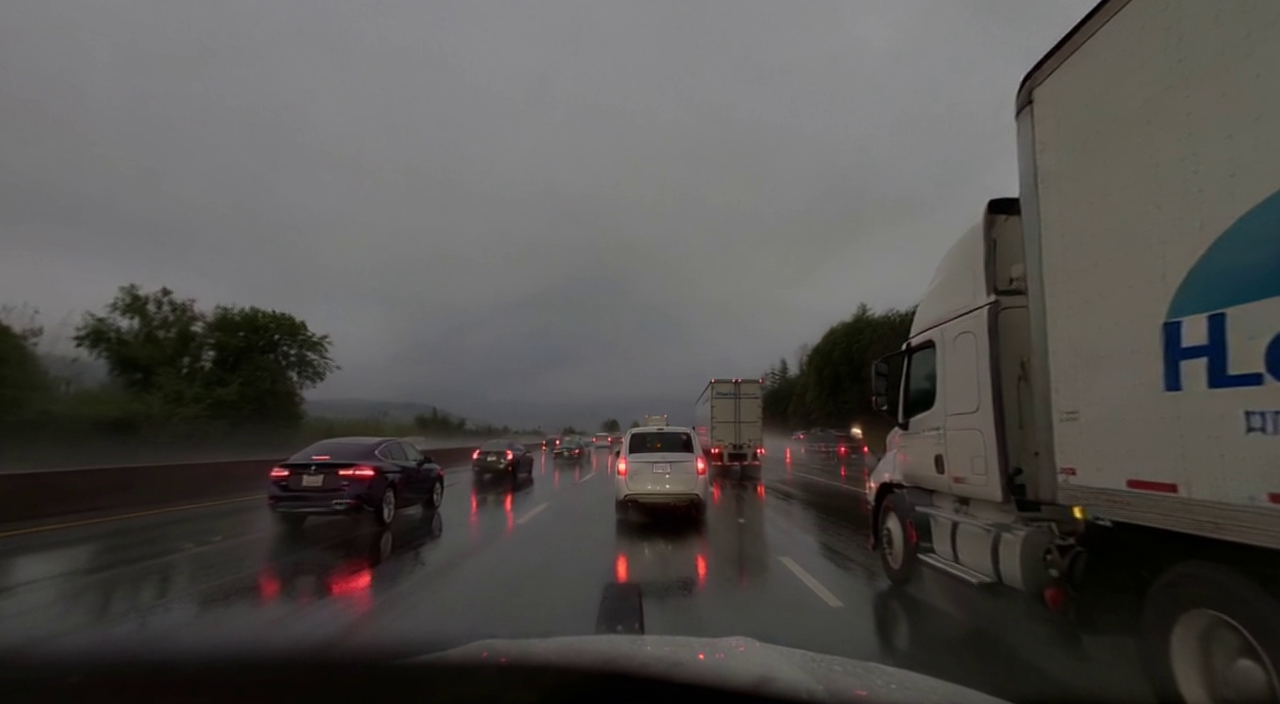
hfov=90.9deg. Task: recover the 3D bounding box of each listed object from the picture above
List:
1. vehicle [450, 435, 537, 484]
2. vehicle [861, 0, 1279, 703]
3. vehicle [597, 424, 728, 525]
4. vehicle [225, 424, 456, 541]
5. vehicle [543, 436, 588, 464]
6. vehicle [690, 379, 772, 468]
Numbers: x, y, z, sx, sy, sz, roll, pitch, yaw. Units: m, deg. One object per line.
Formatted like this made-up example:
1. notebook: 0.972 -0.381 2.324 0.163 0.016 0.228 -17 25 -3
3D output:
1. vehicle: -4.748 3.525 21.055 1.880 1.458 3.978 0 -8 1
2. vehicle: 4.030 -0.053 4.011 2.982 3.860 6.011 0 -8 0
3. vehicle: 0.350 2.096 11.346 1.973 1.505 3.568 0 -8 0
4. vehicle: -4.459 1.950 10.111 1.821 1.514 3.677 0 -8 1
5. vehicle: -4.186 5.564 36.052 1.887 1.493 4.411 0 -8 1
6. vehicle: 4.773 4.269 36.285 2.892 4.101 14.252 0 -8 1
